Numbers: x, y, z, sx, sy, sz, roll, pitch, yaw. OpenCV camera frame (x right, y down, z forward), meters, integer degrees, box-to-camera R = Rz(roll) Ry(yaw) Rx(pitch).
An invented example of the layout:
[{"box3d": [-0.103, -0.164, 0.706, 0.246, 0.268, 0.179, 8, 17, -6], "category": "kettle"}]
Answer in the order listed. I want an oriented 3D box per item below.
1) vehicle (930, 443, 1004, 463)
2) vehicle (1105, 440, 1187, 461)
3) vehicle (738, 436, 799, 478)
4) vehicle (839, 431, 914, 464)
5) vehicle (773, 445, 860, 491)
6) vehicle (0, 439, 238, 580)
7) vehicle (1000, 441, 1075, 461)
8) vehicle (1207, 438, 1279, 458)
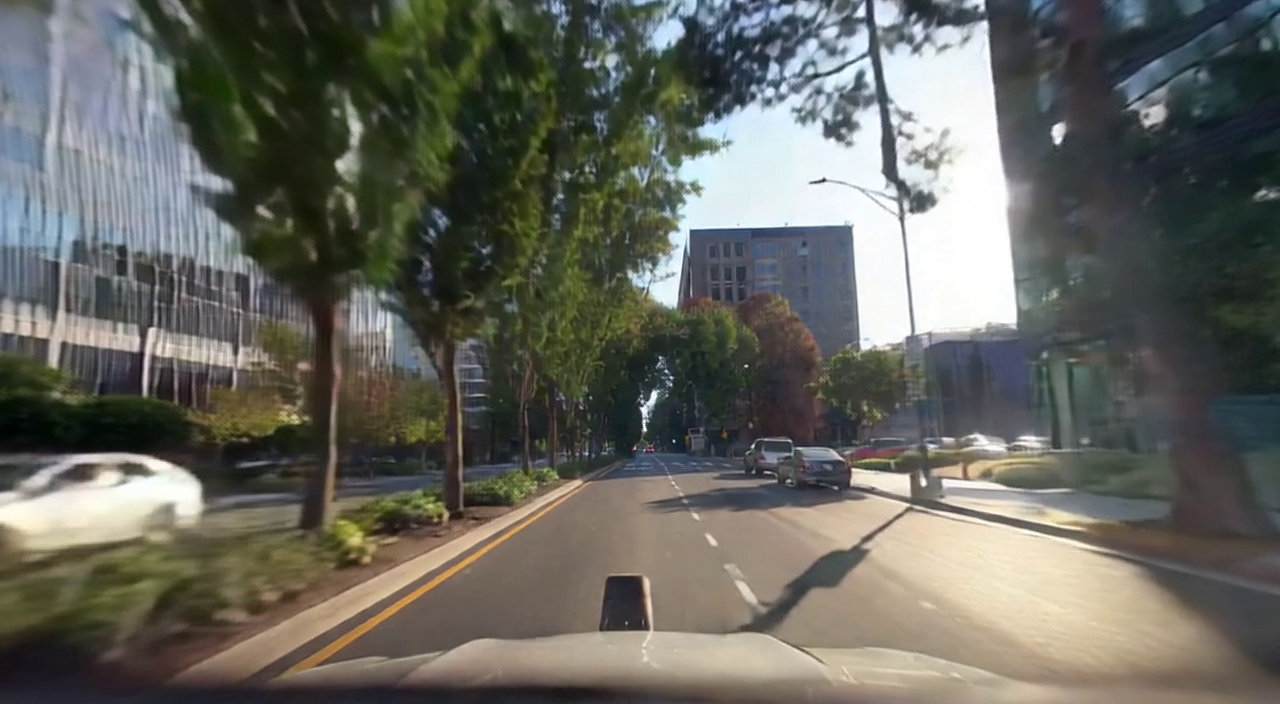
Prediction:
[{"box3d": [25.305, 7.798, 48.826, 4.733, 1.494, 1.794, 0, -9, 0], "category": "vehicle"}, {"box3d": [38.593, 7.520, 48.117, 4.519, 1.466, 1.996, 0, -8, 1], "category": "vehicle"}, {"box3d": [6.374, 5.275, 31.874, 2.045, 1.890, 4.876, 0, -9, 0], "category": "vehicle"}, {"box3d": [18.260, 7.381, 48.777, 4.826, 2.368, 2.263, -1, -7, -1], "category": "vehicle"}, {"box3d": [6.379, 4.226, 23.352, 1.948, 1.511, 4.623, 0, -9, 1], "category": "vehicle"}, {"box3d": [-8.345, 2.104, 9.135, 1.982, 1.608, 4.519, 0, -9, 1], "category": "vehicle"}, {"box3d": [30.513, 7.632, 48.449, 4.373, 1.489, 1.908, 0, -9, 1], "category": "vehicle"}, {"box3d": [46.666, 7.383, 48.322, 4.463, 1.475, 1.955, 0, -8, 0], "category": "vehicle"}]
